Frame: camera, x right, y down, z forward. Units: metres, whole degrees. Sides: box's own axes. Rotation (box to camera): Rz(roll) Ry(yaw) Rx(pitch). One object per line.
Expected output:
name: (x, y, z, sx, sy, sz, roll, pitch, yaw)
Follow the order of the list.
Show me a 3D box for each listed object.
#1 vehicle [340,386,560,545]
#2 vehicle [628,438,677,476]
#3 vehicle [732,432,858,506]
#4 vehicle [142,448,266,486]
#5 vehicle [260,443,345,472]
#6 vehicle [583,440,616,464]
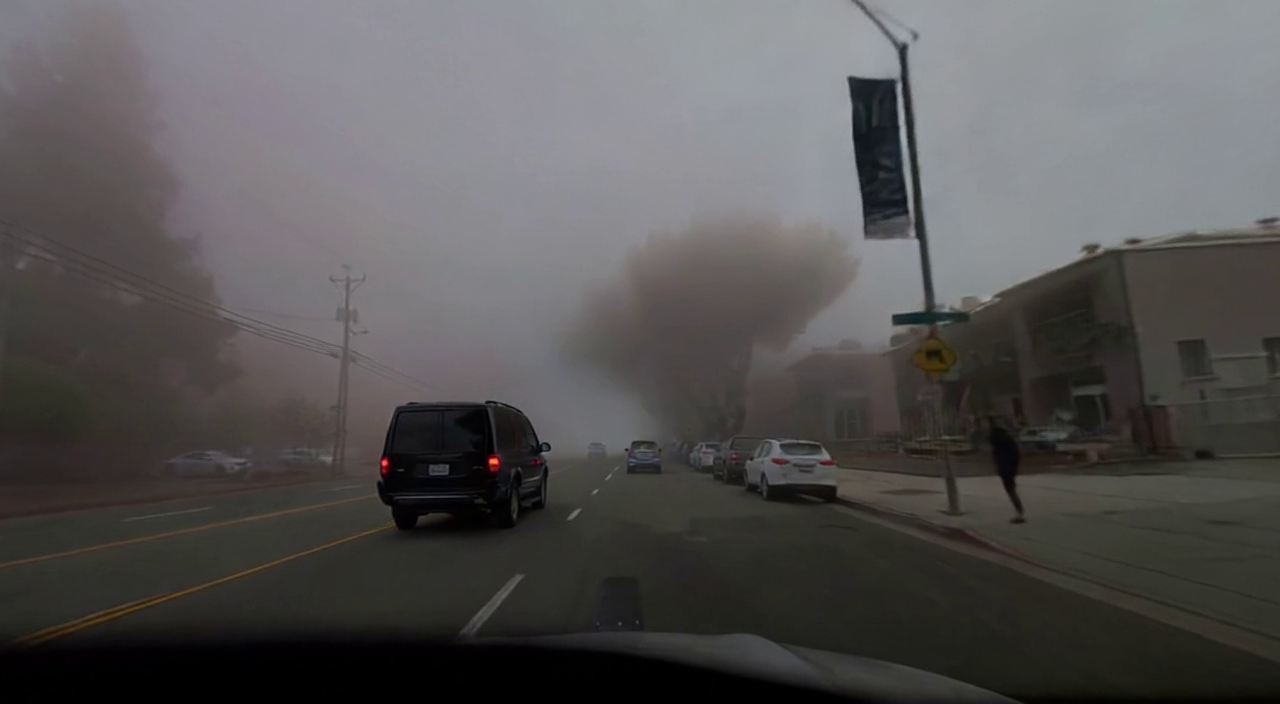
vehicle: (-2.878, 1.897, 11.107, 2.213, 2.123, 5.124, 0, -9, 0)
vehicle: (0.519, 4.891, 29.697, 2.126, 1.657, 4.132, 0, -9, -1)
vehicle: (3.834, 2.995, 16.638, 1.947, 1.646, 4.782, 0, -9, -2)
vehicle: (-23.089, 6.076, 33.585, 5.075, 1.581, 2.063, -3, -8, -2)
vehicle: (-23.970, 7.497, 45.021, 4.791, 1.928, 2.144, 0, -9, 1)
vehicle: (-2.913, 7.300, 46.288, 2.028, 1.689, 4.162, 0, -9, 1)
